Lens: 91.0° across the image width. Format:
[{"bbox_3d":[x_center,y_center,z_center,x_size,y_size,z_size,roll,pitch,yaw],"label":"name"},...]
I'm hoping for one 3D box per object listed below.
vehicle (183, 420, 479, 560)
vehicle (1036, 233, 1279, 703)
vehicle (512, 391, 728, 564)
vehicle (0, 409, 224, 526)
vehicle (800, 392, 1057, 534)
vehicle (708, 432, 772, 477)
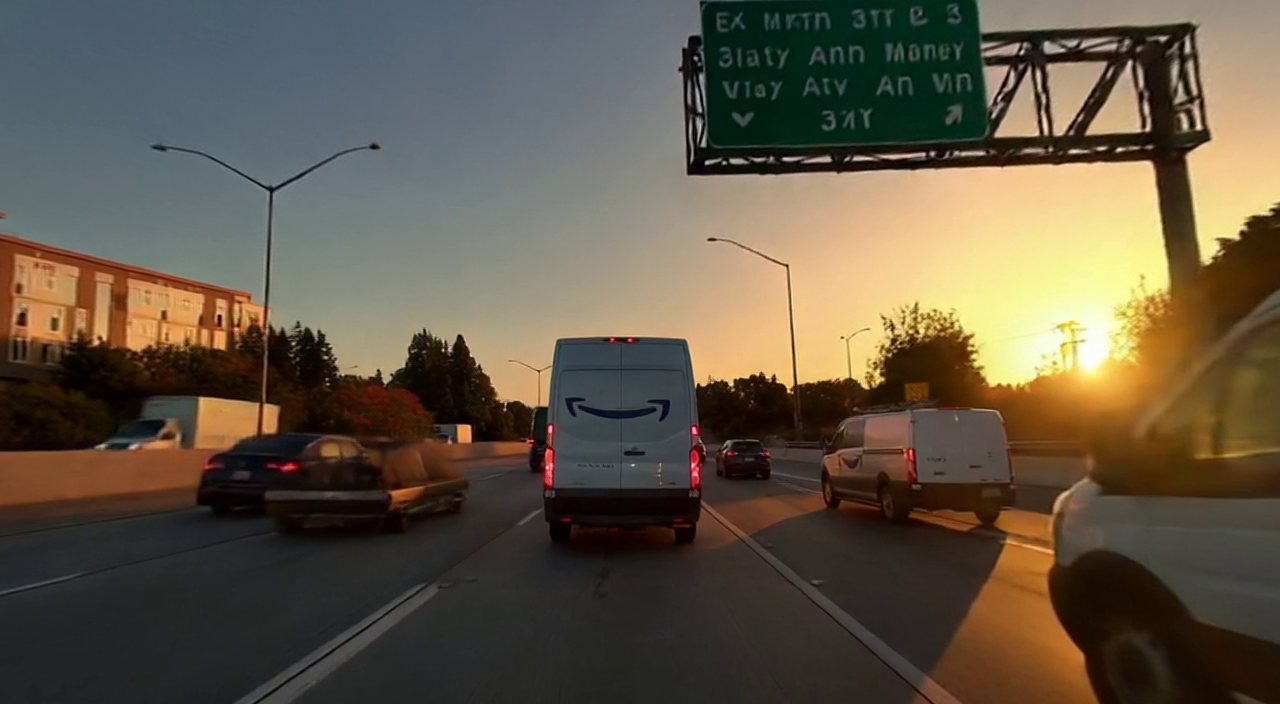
[{"bbox_3d":[-3.949,1.835,9.117,1.983,1.496,4.371,0,-8,1],"label":"vehicle"},{"bbox_3d":[2.980,0.390,0.193,2.341,1.890,5.144,0,-9,0],"label":"vehicle"},{"bbox_3d":[-0.207,1.658,8.961,2.287,1.823,4.369,0,-8,0],"label":"vehicle"},{"bbox_3d":[-10.493,2.052,11.704,2.191,1.708,4.784,0,-8,1],"label":"vehicle"},{"bbox_3d":[4.818,1.986,11.741,2.179,1.999,5.331,1,-9,-1],"label":"vehicle"},{"bbox_3d":[4.147,4.342,26.907,2.064,1.720,4.416,0,-8,1],"label":"vehicle"}]
